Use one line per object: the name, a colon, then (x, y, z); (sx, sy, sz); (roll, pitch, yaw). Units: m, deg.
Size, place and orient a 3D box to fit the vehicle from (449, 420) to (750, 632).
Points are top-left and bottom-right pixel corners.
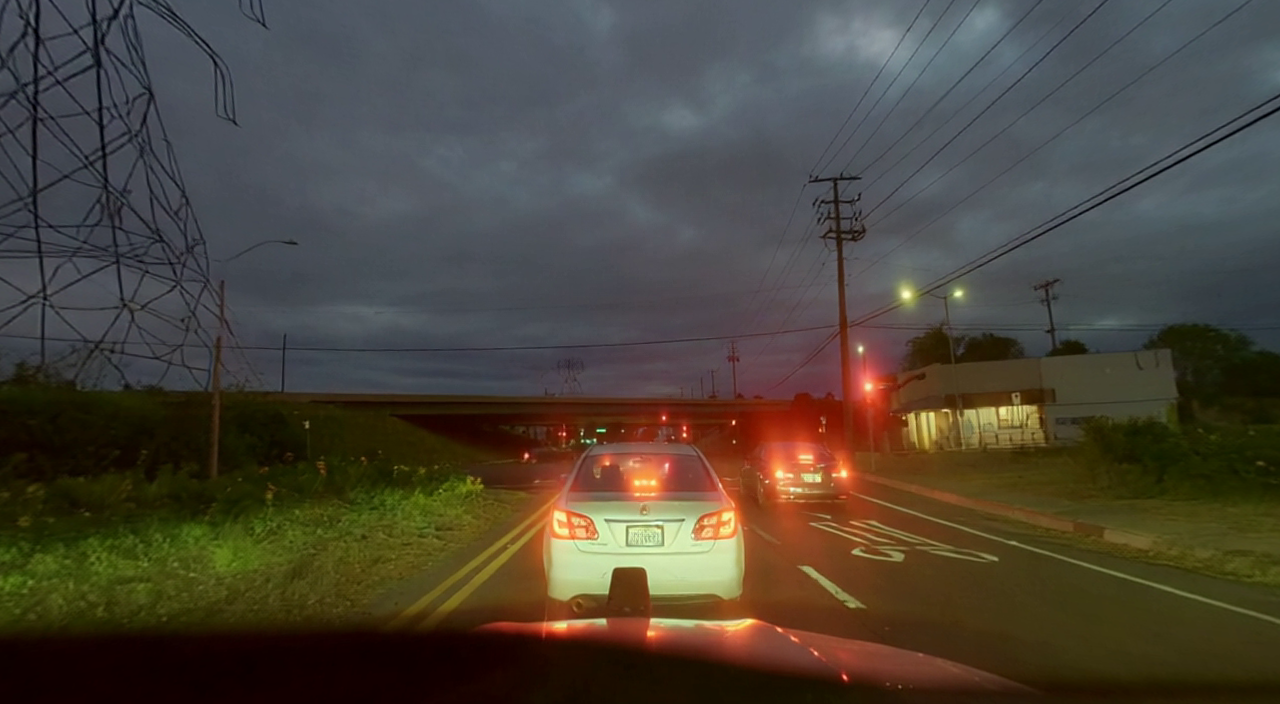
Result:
vehicle: (-0.246, 1.521, 6.469); (2.090, 1.458, 4.033); (-1, -9, 1)
